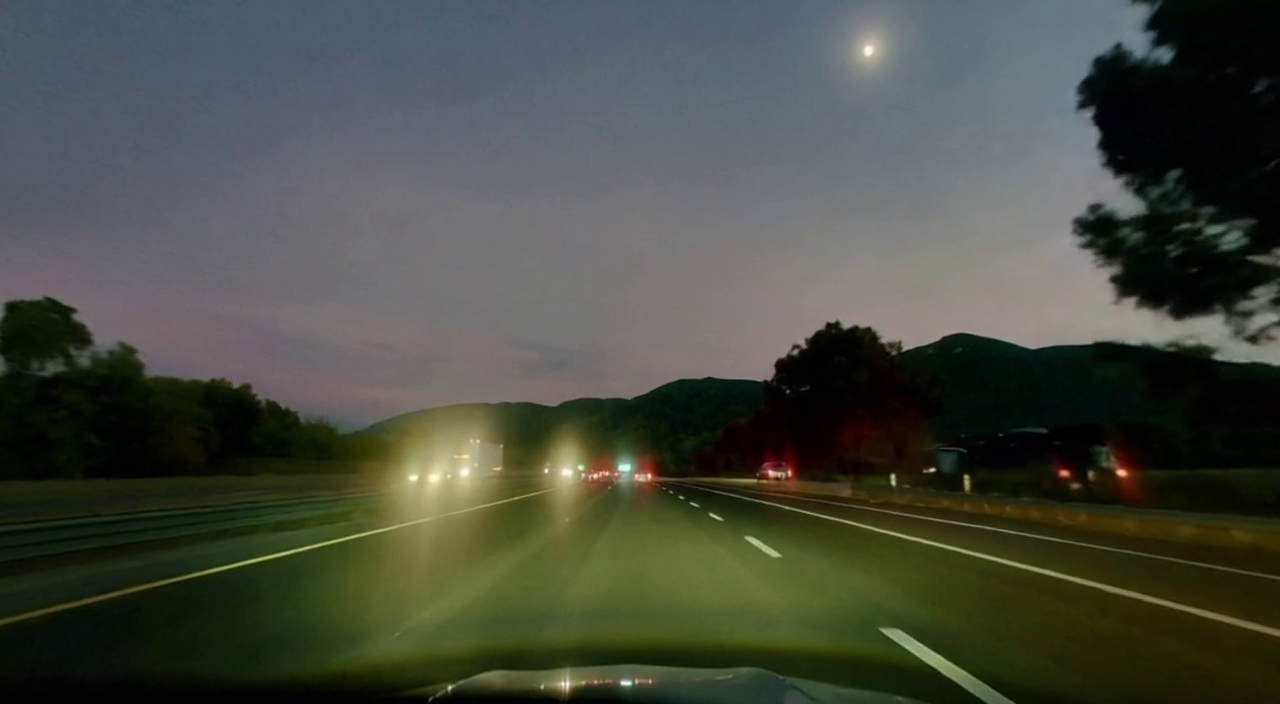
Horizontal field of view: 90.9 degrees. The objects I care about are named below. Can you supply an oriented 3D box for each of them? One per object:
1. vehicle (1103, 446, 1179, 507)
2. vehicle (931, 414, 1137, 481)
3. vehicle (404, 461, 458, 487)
[{"bbox_3d":[38.963,9.580,48.755,3.136,4.077,11.687,-9,-14,42],"label":"vehicle"},{"bbox_3d":[22.229,5.887,37.432,2.846,3.184,14.350,1,-10,-1],"label":"vehicle"},{"bbox_3d":[-13.234,7.770,40.194,2.021,1.485,4.198,0,-11,0],"label":"vehicle"}]
